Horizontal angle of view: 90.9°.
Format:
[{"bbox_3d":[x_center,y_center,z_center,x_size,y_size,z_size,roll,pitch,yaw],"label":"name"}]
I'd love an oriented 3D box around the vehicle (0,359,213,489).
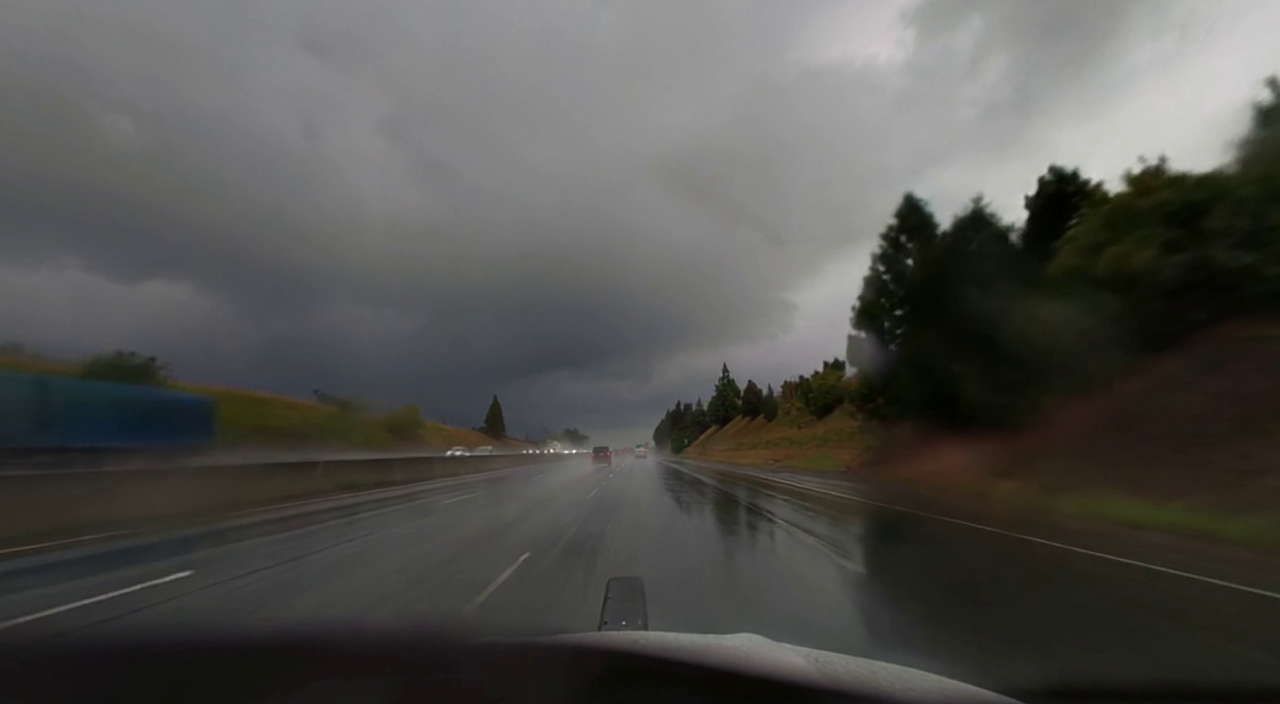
[{"bbox_3d":[-22.014,2.742,22.925,3.113,4.097,13.916,0,-9,0],"label":"vehicle"}]
